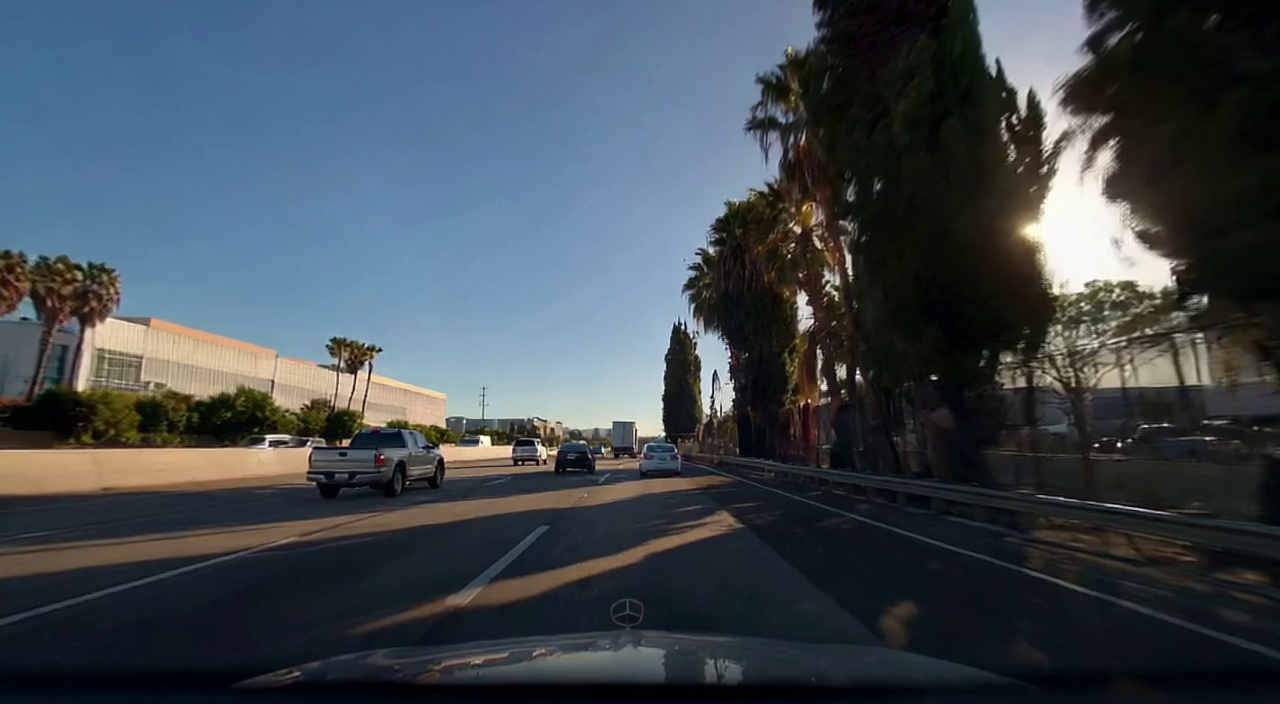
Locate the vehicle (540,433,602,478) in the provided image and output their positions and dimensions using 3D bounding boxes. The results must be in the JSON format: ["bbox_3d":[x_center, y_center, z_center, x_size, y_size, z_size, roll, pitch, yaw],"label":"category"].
[{"bbox_3d":[-2.971,4.576,28.220,2.108,1.832,4.549,0,-8,2],"label":"vehicle"}]

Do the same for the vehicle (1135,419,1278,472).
[{"bbox_3d":[35.302,5.859,39.731,2.822,2.998,6.825,-1,-8,3],"label":"vehicle"}]

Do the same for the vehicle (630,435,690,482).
[{"bbox_3d":[0.716,4.087,24.529,2.136,1.678,4.052,0,-8,0],"label":"vehicle"}]

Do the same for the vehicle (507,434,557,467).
[{"bbox_3d":[-6.639,6.082,39.191,2.085,1.932,4.967,0,-8,2],"label":"vehicle"}]

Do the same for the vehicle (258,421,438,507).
[{"bbox_3d":[-6.845,2.673,15.539,2.105,1.790,4.689,0,-8,1],"label":"vehicle"}]
